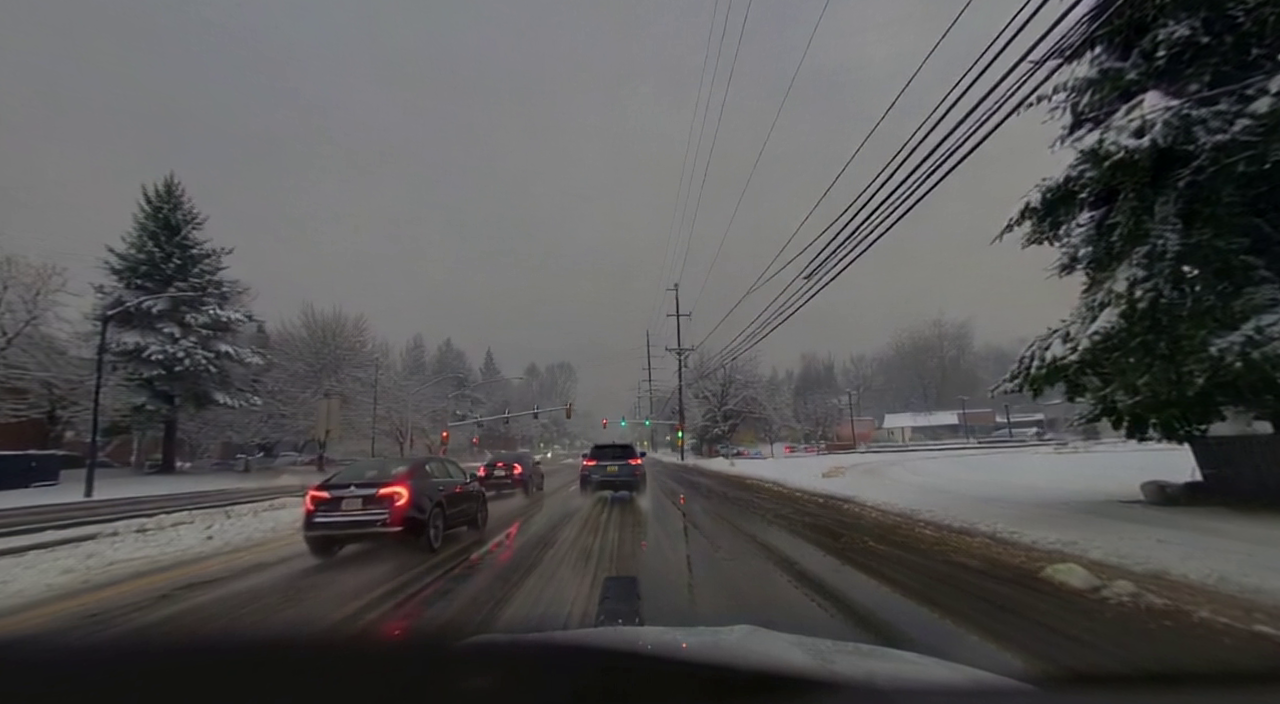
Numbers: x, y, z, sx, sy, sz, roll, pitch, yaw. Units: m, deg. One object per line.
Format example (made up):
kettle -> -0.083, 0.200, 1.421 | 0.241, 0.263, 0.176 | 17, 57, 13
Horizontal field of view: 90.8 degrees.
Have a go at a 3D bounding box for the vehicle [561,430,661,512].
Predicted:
vehicle -> -0.677, 3.017, 16.430 | 2.276, 1.850, 3.897 | 0, -8, -1

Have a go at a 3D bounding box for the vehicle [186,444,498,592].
vehicle -> -3.504, 2.000, 8.608 | 2.064, 1.464, 4.373 | 0, -8, 1
